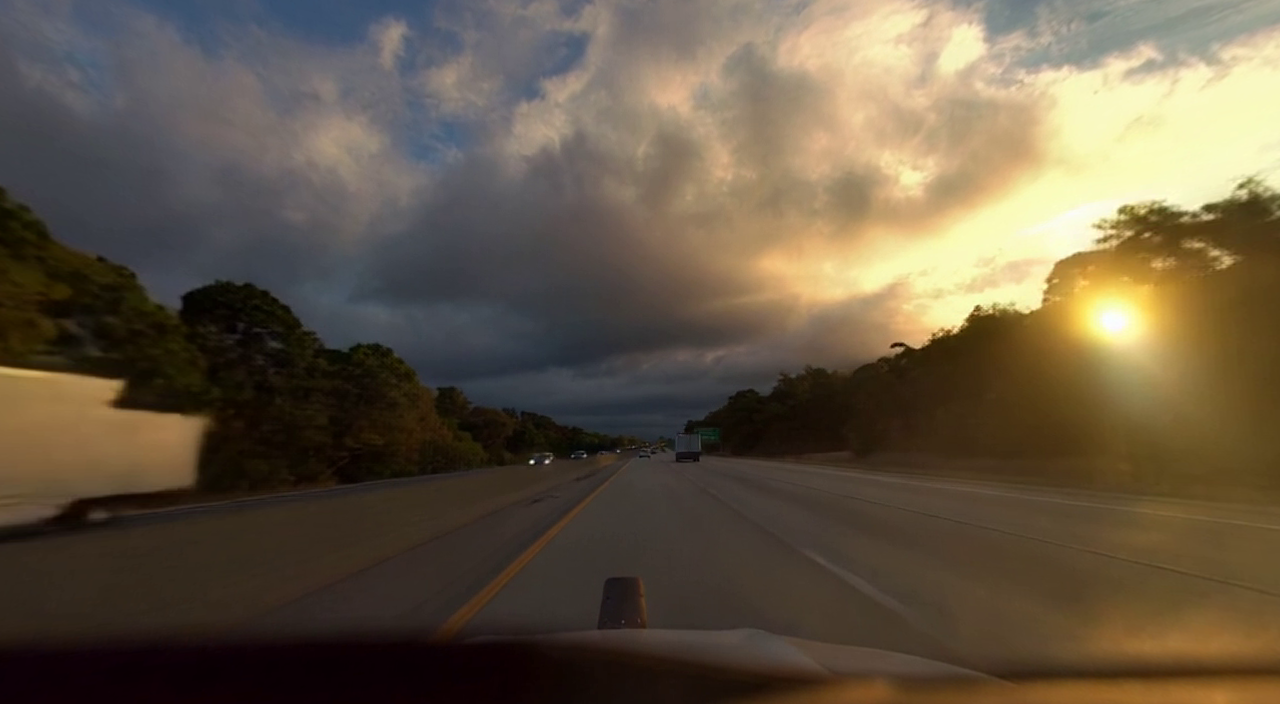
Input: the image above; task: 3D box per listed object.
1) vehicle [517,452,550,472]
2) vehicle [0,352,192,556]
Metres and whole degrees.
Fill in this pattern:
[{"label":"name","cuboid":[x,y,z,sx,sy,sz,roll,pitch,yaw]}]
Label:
[{"label":"vehicle","cuboid":[-8.243,8.568,49.113,1.837,1.461,3.814,0,-9,1]},{"label":"vehicle","cuboid":[-13.294,1.842,11.361,2.950,3.735,9.889,0,-9,1]}]
